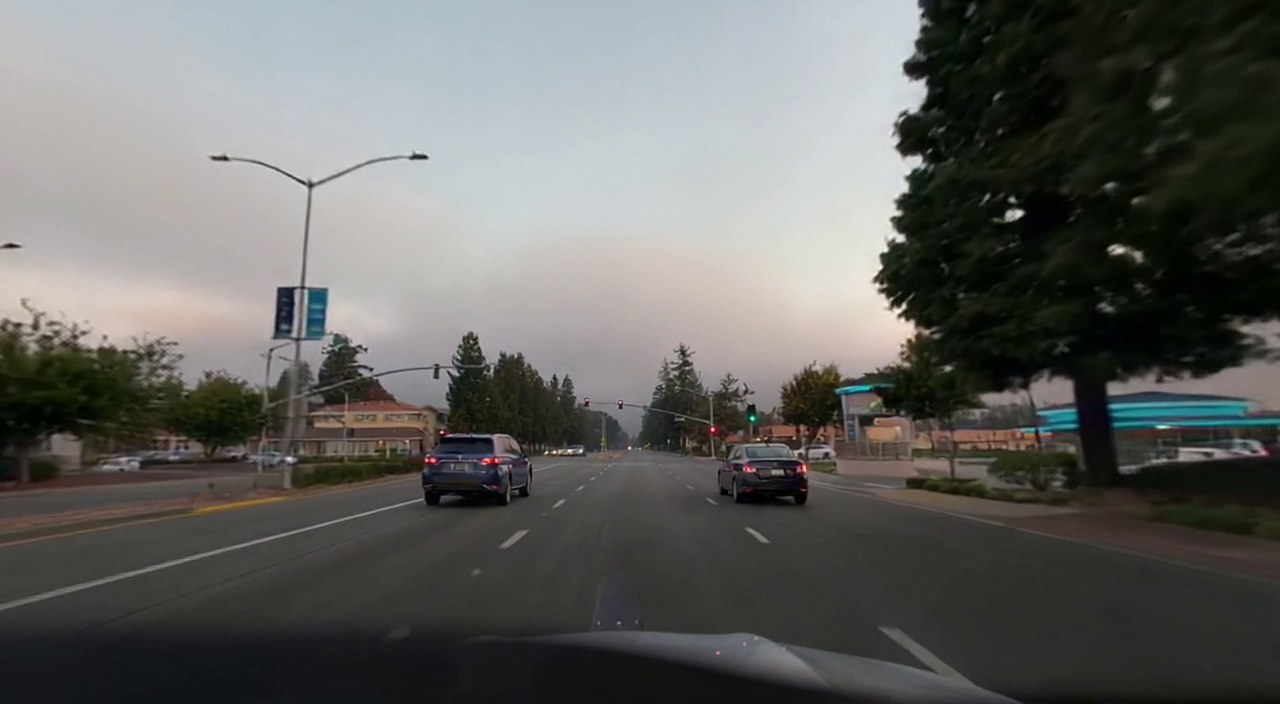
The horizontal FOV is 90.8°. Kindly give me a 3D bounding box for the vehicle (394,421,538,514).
[{"bbox_3d":[-3.764,2.597,14.639,1.997,1.806,4.500,0,-9,1],"label":"vehicle"}]

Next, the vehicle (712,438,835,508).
[{"bbox_3d":[3.190,3.011,16.226,1.975,1.502,4.787,0,-9,-2],"label":"vehicle"}]

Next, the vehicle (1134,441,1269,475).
[{"bbox_3d":[29.047,5.496,32.832,4.810,1.627,1.991,-2,-9,6],"label":"vehicle"}]
